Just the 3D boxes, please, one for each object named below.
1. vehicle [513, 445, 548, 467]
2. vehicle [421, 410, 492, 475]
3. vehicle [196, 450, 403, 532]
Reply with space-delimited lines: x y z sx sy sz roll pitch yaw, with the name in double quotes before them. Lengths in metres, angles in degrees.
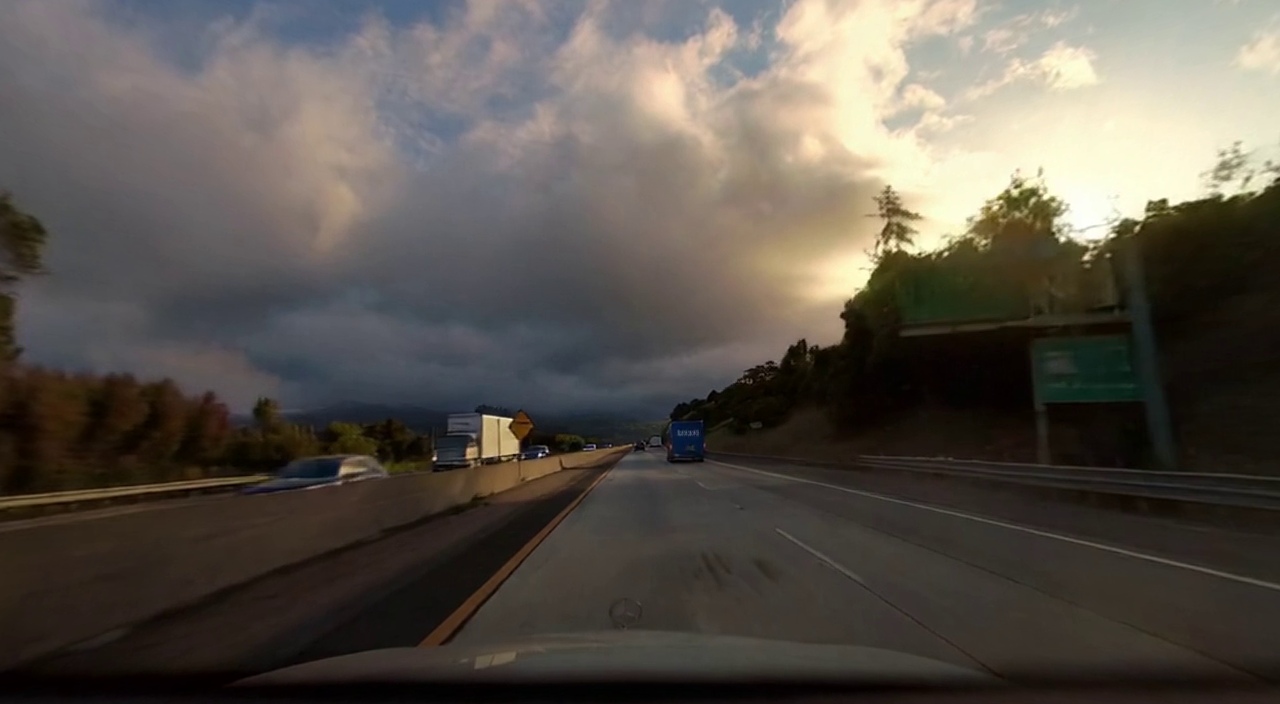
"vehicle" -8.286 7.897 47.968 1.891 1.534 4.239 0 -9 0
"vehicle" -12.237 6.140 42.600 2.994 4.015 6.170 0 -9 -1
"vehicle" -7.255 2.963 14.142 1.992 1.492 4.794 0 -9 0
